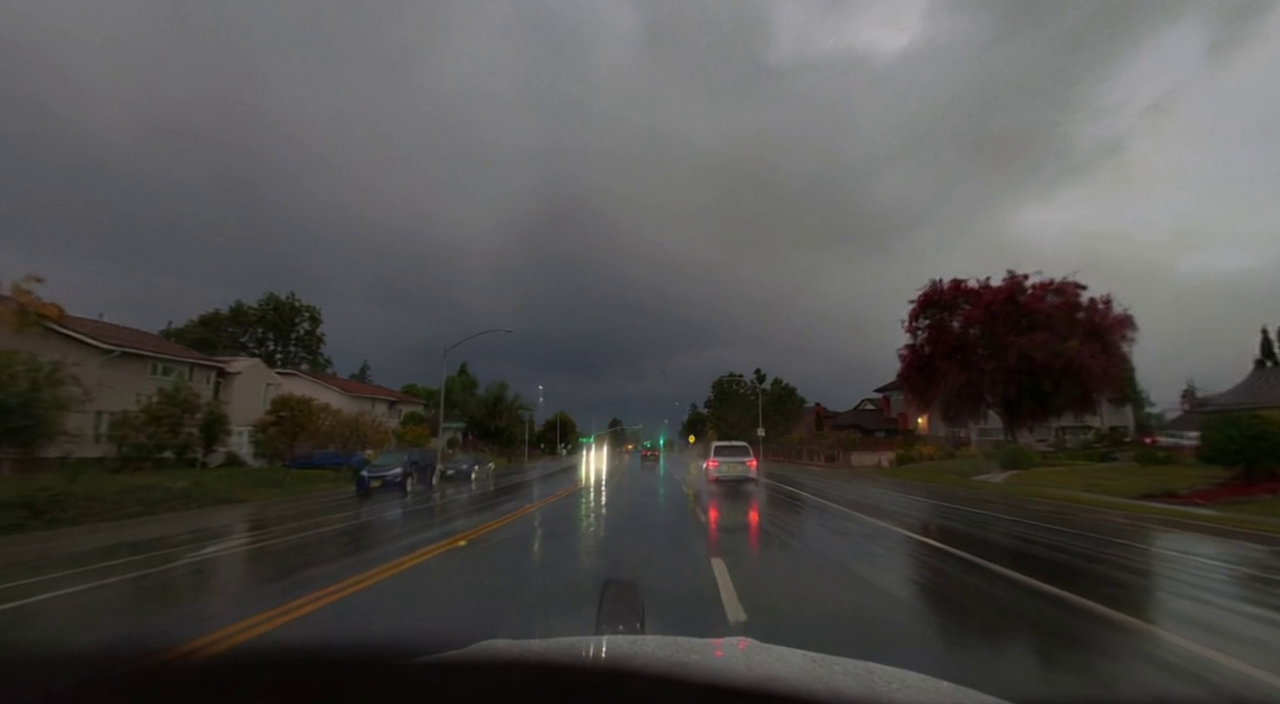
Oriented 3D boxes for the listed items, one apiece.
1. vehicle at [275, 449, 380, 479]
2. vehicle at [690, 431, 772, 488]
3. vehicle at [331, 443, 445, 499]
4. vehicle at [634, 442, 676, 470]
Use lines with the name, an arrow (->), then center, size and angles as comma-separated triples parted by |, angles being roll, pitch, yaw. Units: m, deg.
vehicle -> -16.391, 5.880, 33.279 | 4.514, 1.523, 1.860 | 0, -9, 2
vehicle -> 3.017, 3.686, 22.006 | 2.200, 1.763, 4.676 | 0, -9, 1
vehicle -> -9.023, 4.258, 23.091 | 2.188, 1.813, 4.478 | 0, -9, 2
vehicle -> 0.772, 5.816, 35.408 | 2.196, 1.449, 4.006 | 0, -9, -1
